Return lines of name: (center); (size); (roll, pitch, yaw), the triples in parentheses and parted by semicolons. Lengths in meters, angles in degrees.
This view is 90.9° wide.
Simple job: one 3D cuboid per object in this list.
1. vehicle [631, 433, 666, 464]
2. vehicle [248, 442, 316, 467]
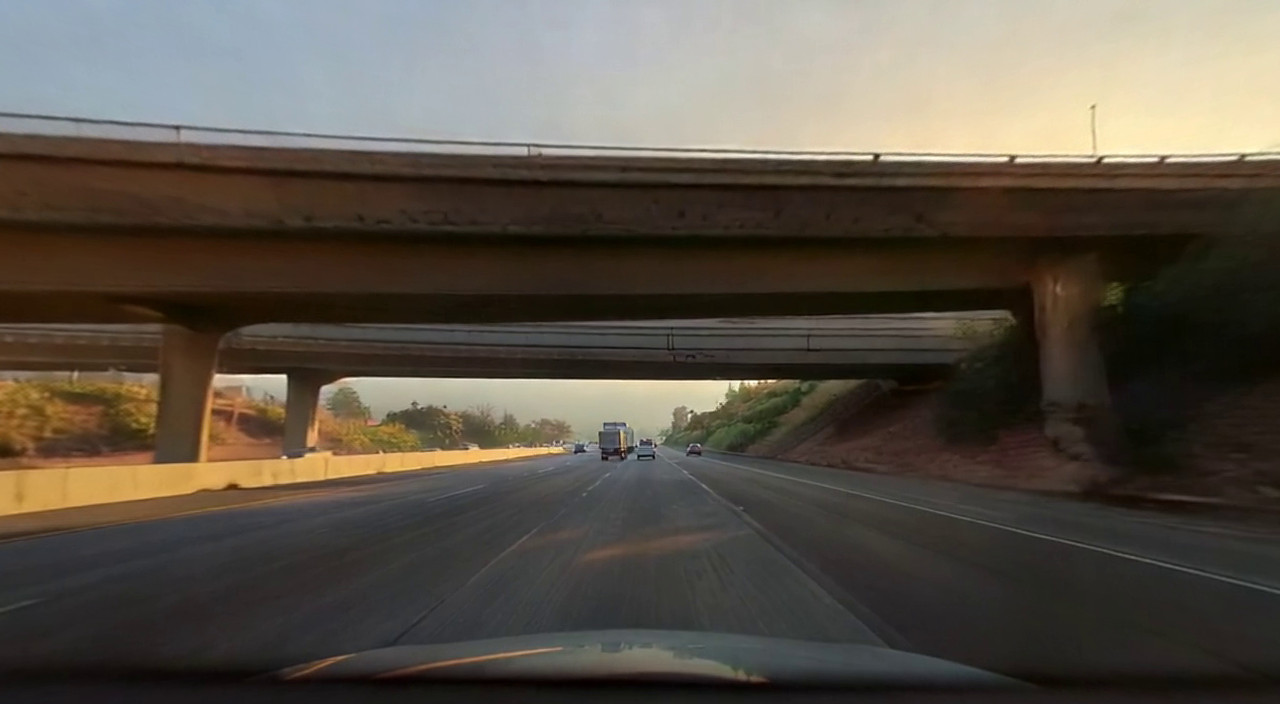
vehicle: (0.559, 6.704, 43.931); (2.309, 2.023, 5.130); (0, -8, 0)
vehicle: (-24.317, 6.970, 43.075); (1.921, 1.555, 4.539); (0, -8, 1)
